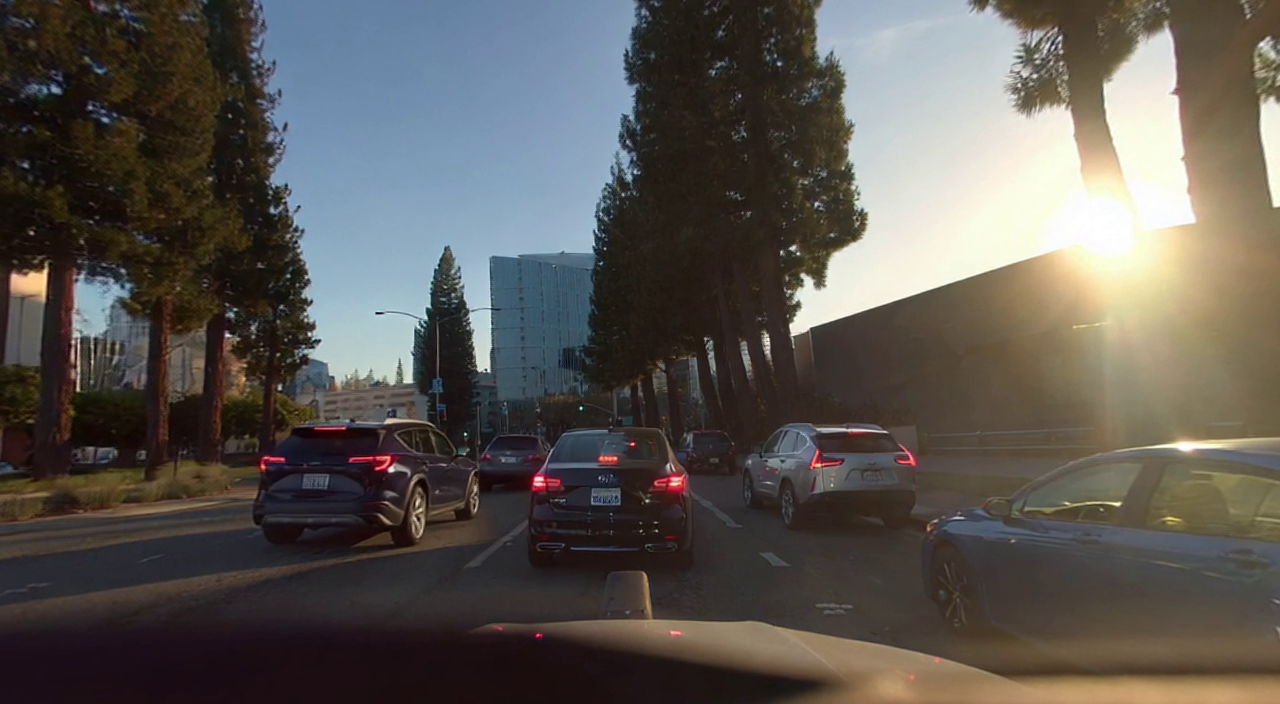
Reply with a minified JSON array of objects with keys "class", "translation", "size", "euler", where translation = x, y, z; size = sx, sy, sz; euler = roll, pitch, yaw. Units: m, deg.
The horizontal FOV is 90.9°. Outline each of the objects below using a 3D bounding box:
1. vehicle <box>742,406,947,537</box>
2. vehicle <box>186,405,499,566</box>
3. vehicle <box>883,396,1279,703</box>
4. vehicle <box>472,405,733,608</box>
[{"class":"vehicle","translation":[3.342,2.084,11.537],"size":[2.117,1.879,4.715],"euler":[0,-8,-1]},{"class":"vehicle","translation":[-3.750,1.788,9.248],"size":[2.141,1.718,4.809],"euler":[0,-8,1]},{"class":"vehicle","translation":[3.244,1.070,3.397],"size":[2.045,1.459,4.462],"euler":[0,-8,-1]},{"class":"vehicle","translation":[-0.352,1.585,7.420],"size":[2.114,1.631,4.459],"euler":[0,-8,-1]}]
